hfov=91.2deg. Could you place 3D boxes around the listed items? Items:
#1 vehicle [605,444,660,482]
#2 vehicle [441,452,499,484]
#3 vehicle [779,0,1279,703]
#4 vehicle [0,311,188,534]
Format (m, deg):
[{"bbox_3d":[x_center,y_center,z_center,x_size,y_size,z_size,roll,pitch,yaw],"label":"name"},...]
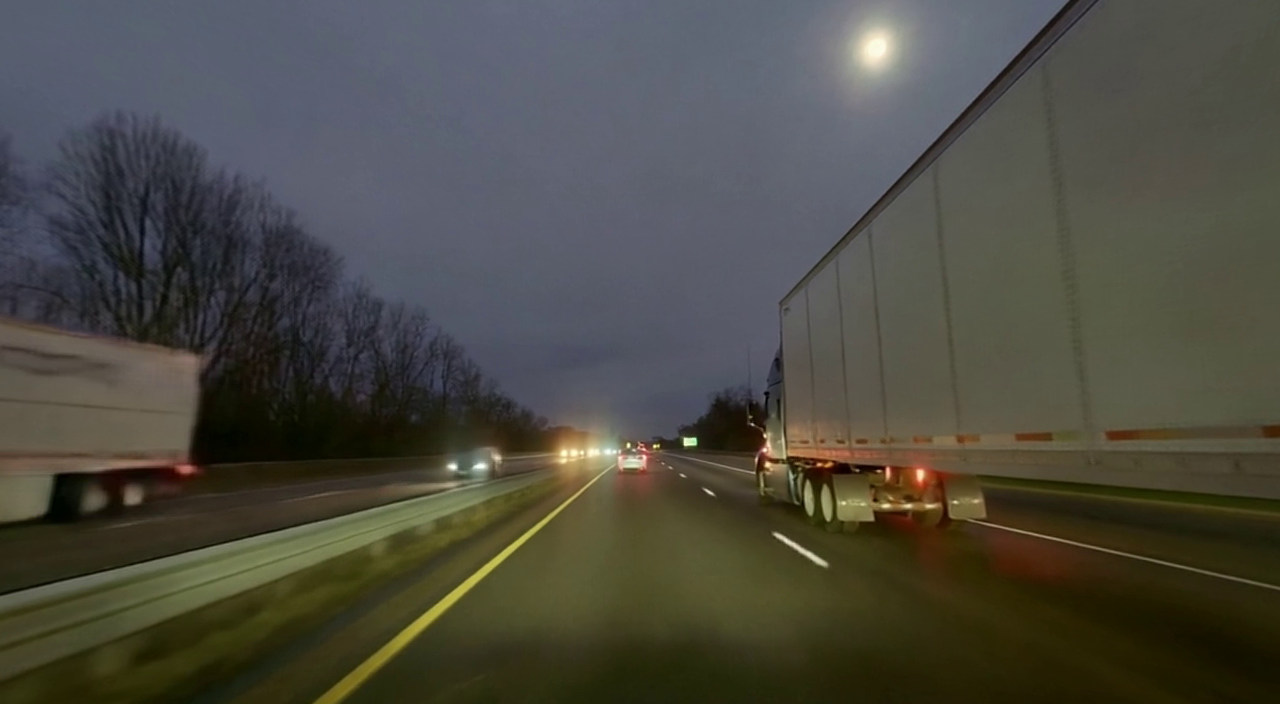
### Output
[{"bbox_3d":[-0.322,4.850,27.547,2.244,1.506,4.097,0,-9,-1],"label":"vehicle"},{"bbox_3d":[-8.381,5.733,31.258,1.811,1.474,3.931,-1,-9,0],"label":"vehicle"},{"bbox_3d":[4.464,-0.056,4.884,3.317,4.020,14.141,0,-9,-1],"label":"vehicle"},{"bbox_3d":[-13.245,0.951,9.306,2.948,4.058,13.770,-1,-9,-1],"label":"vehicle"}]
